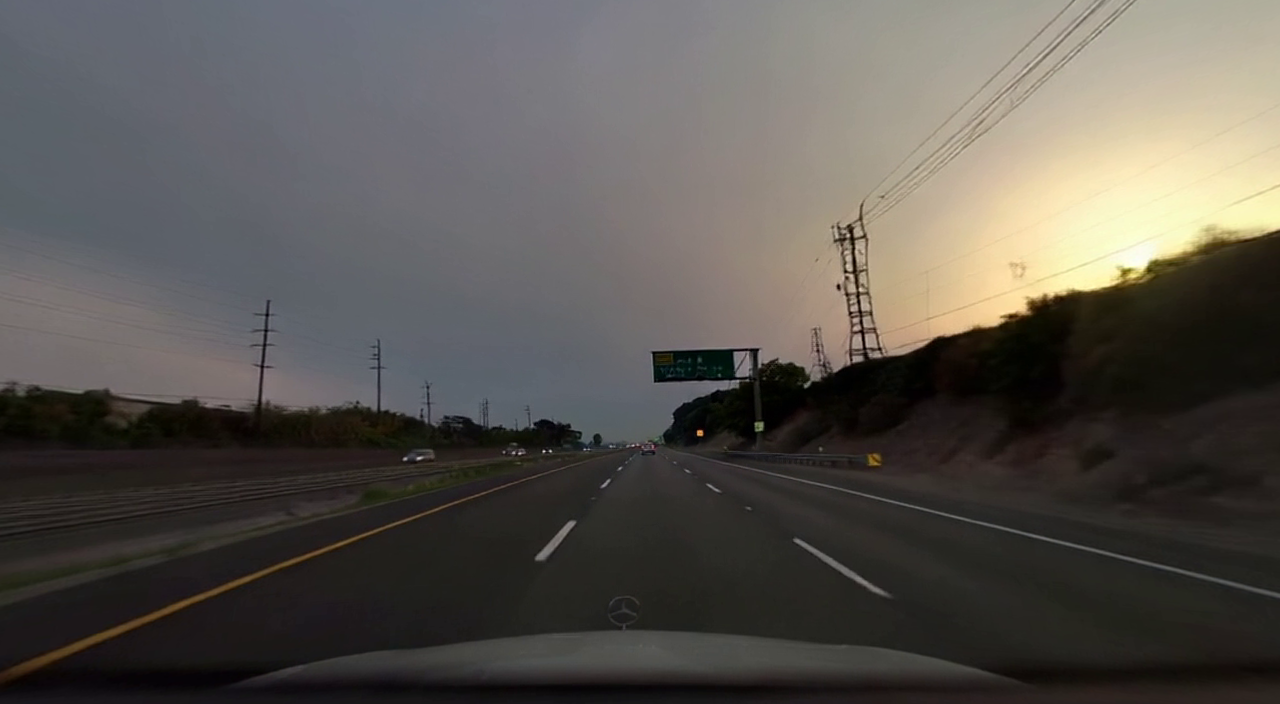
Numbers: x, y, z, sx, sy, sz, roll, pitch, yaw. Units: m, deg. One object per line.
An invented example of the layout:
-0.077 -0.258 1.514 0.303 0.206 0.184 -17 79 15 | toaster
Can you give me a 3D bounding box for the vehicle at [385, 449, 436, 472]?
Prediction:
-16.743 7.935 46.314 1.904 1.490 4.703 -1 -8 1 | vehicle
